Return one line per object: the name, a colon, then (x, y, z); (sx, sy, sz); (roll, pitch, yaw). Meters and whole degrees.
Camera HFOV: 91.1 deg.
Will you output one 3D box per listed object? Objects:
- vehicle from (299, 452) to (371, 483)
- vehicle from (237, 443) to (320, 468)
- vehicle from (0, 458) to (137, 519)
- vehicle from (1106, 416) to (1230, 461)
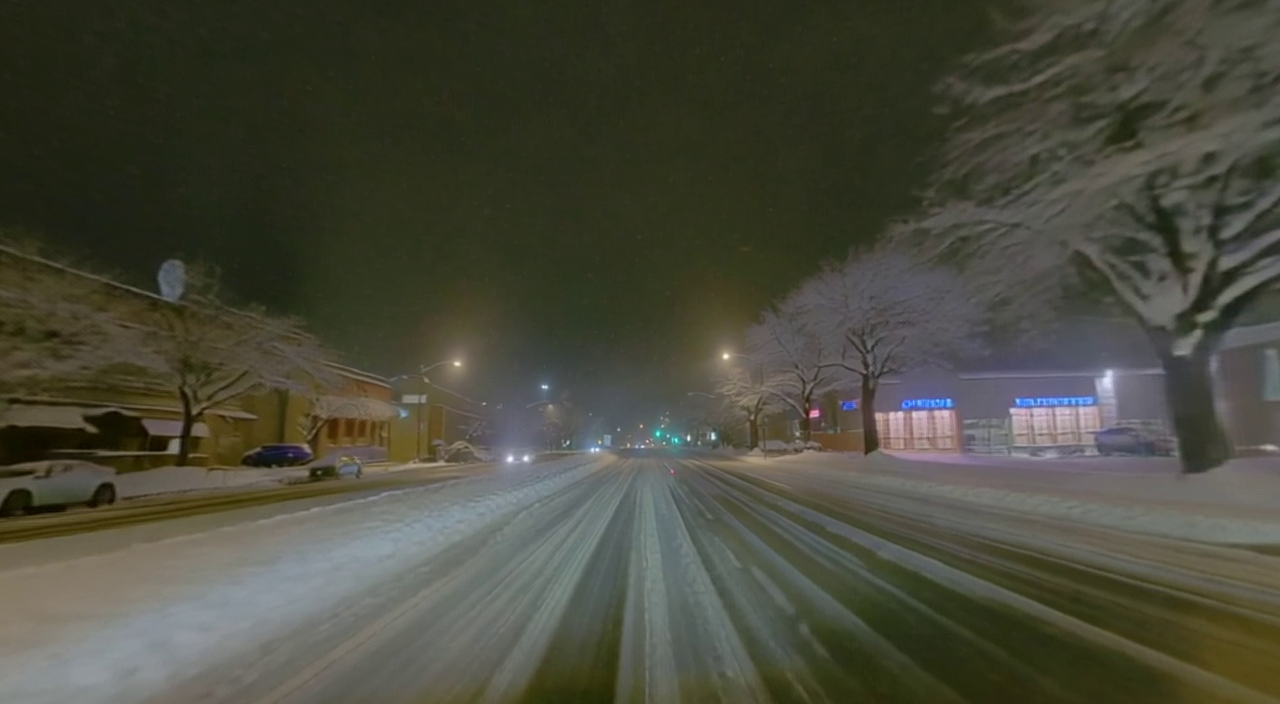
vehicle: (-18.709, 7.096, 38.759); (2.012, 1.560, 4.782); (-1, -7, 1)
vehicle: (-26.433, 7.579, 46.098); (4.667, 1.728, 2.276); (0, -7, -3)
vehicle: (-19.039, 4.220, 19.805); (1.959, 1.535, 5.081); (-1, -7, 3)
vehicle: (32.683, 5.381, 39.182); (2.684, 2.559, 5.772); (0, -8, 1)
